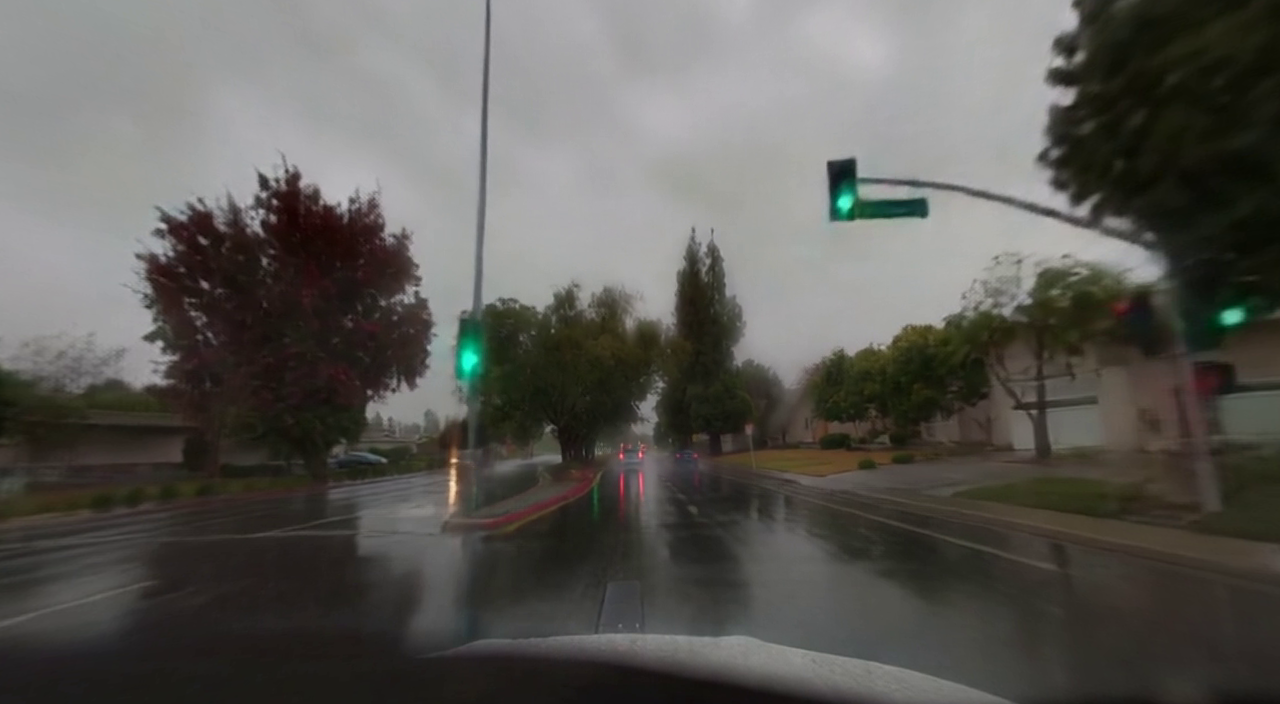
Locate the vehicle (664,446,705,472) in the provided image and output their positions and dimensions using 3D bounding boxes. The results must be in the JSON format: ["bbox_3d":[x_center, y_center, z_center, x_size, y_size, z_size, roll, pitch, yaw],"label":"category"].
[{"bbox_3d":[2.689,6.572,39.047,2.057,1.496,4.401,0,-9,-2],"label":"vehicle"}]

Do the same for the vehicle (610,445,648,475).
[{"bbox_3d":[-0.611,5.985,35.230,2.018,1.511,3.993,0,-9,-1],"label":"vehicle"}]

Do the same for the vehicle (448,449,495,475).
[{"bbox_3d":[-11.832,7.723,44.592,2.107,1.684,4.707,0,-9,-1],"label":"vehicle"}]
